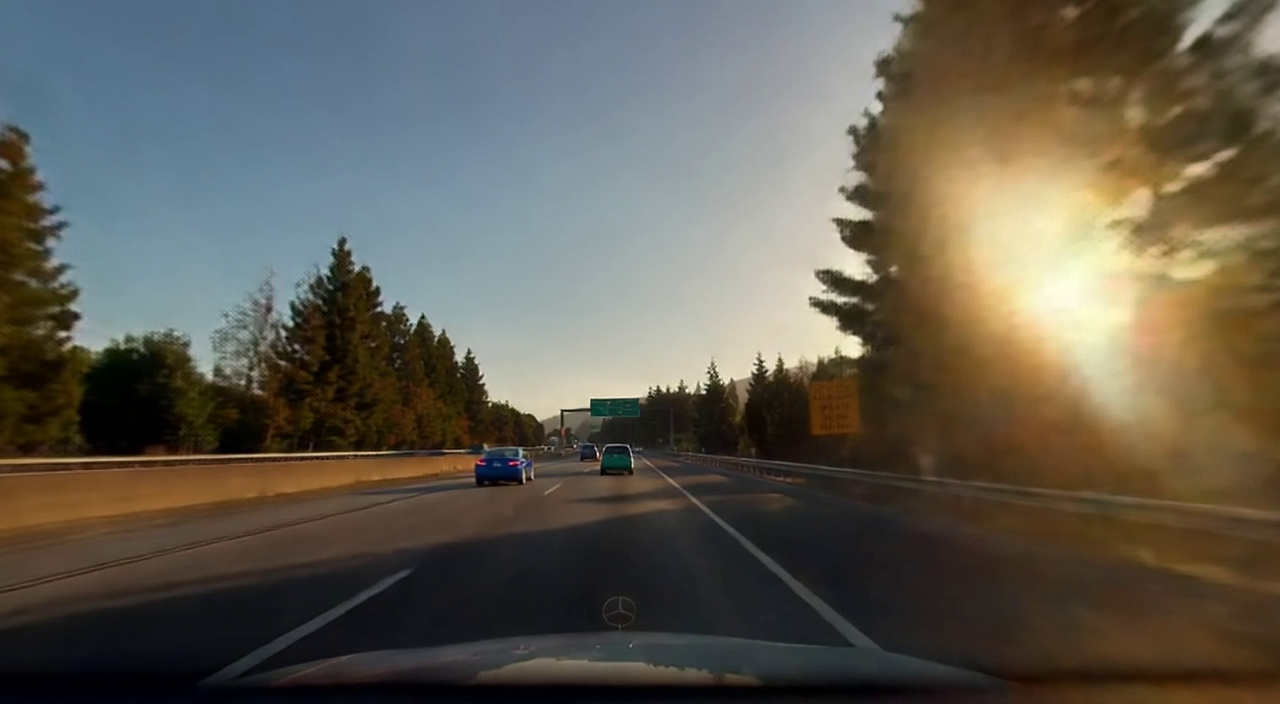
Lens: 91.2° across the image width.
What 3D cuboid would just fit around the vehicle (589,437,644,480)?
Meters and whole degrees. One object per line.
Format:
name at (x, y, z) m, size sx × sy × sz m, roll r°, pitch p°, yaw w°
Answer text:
vehicle at (-0.994, 4.635, 27.449) m, size 2.220 × 1.711 × 4.056 m, roll 0°, pitch -9°, yaw -1°

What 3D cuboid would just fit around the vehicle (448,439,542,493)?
vehicle at (-4.790, 3.832, 21.438) m, size 2.103 × 1.588 × 4.709 m, roll -1°, pitch -9°, yaw 0°
